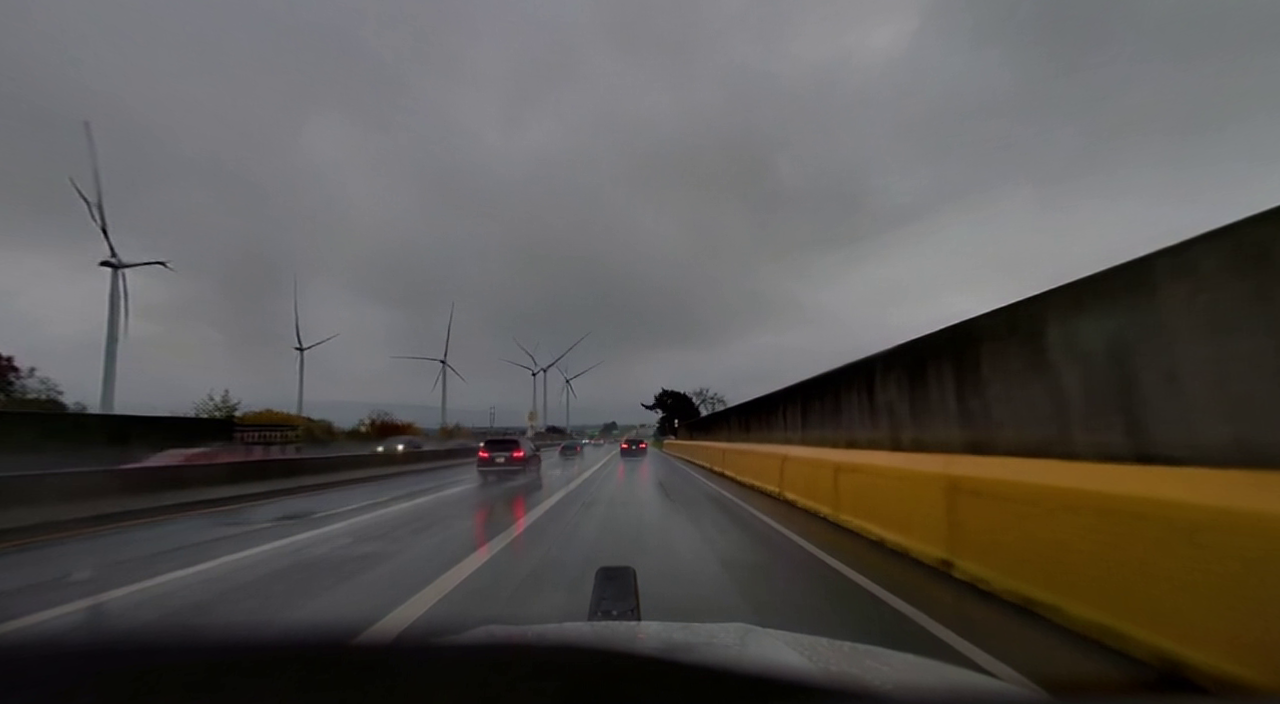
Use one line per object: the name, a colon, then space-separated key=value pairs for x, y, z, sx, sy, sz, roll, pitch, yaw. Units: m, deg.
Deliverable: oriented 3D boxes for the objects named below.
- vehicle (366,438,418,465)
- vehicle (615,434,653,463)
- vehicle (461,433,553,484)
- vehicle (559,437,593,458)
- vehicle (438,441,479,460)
vehicle: x=-18.450 y=7.370 z=47.120 sx=2.109 sy=1.898 sz=4.672 roll=0 pitch=-8 yaw=-1
vehicle: x=-0.376 y=5.417 z=35.486 sx=2.027 sy=1.550 sz=3.607 roll=0 pitch=-8 yaw=-1
vehicle: x=-4.215 y=3.446 z=20.796 sx=1.998 sy=1.468 sz=4.635 roll=0 pitch=-8 yaw=0
vehicle: x=-4.564 y=6.873 z=45.300 sx=2.059 sy=1.436 sz=3.802 roll=0 pitch=-8 yaw=-1
vehicle: x=-14.129 y=7.683 z=49.294 sx=2.102 sy=1.424 sz=4.011 roll=0 pitch=-8 yaw=-1
